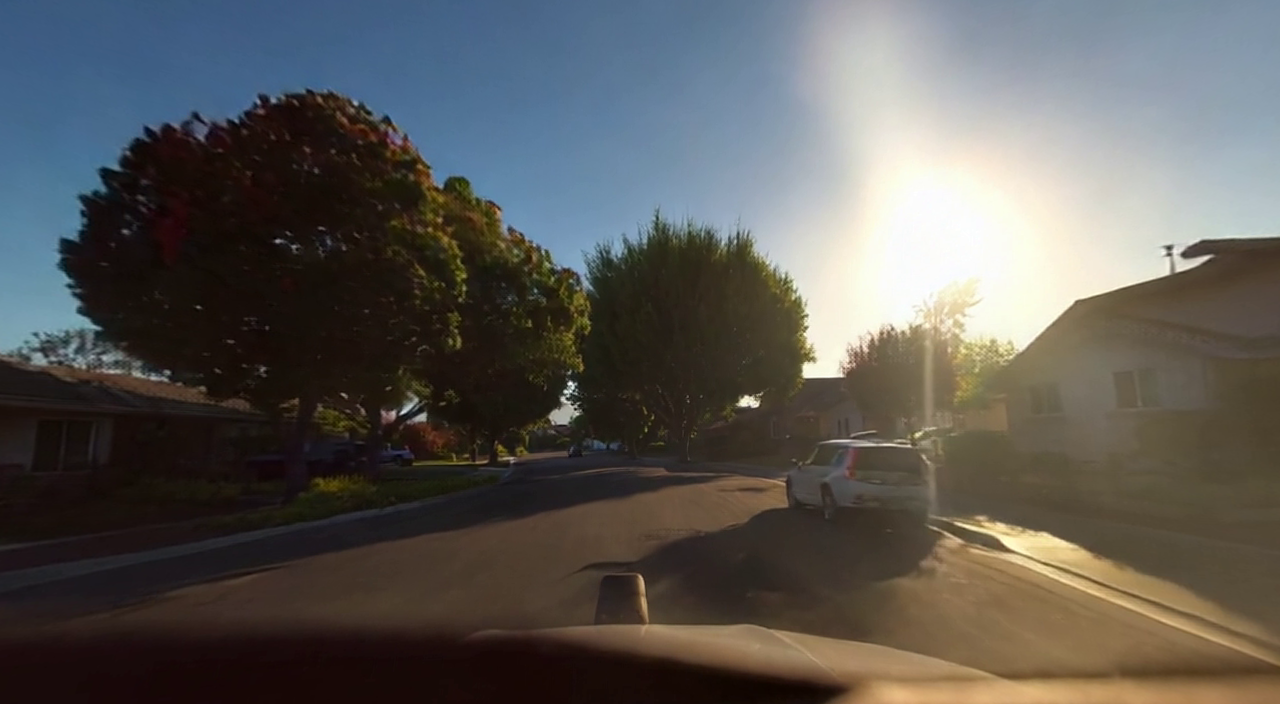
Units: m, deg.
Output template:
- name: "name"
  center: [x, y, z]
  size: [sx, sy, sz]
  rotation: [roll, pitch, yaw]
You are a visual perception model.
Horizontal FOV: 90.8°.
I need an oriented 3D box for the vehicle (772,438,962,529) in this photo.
- name: "vehicle"
  center: [4.312, 2.575, 12.963]
  size: [2.088, 1.522, 4.449]
  rotation: [0, -9, -2]
